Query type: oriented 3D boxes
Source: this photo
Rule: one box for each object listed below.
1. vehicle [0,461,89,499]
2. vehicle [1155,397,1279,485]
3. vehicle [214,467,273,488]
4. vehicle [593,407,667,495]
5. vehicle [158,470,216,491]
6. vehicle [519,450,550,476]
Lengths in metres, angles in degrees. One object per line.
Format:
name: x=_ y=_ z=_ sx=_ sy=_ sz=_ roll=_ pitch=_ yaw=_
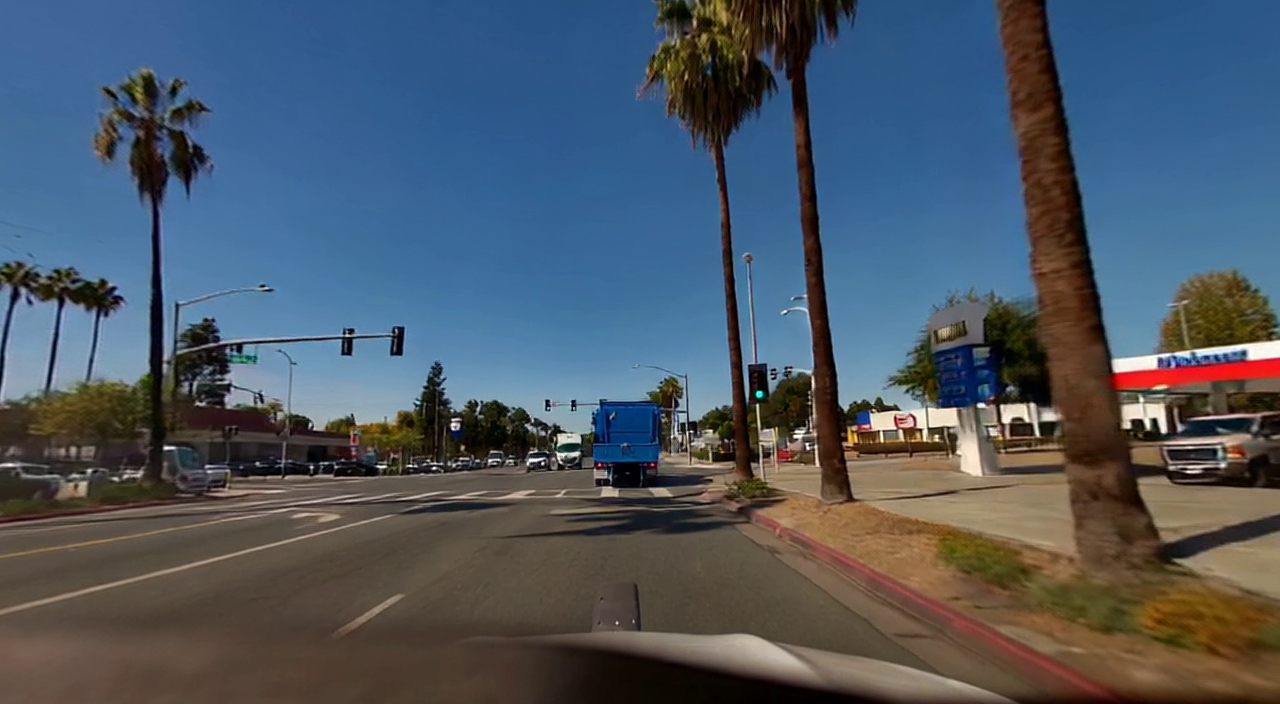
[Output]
vehicle: x=-28.173 y=5.772 z=28.675 sx=4.303 sy=1.567 sz=2.021 roll=5 pitch=-10 yaw=-29
vehicle: x=15.782 y=2.297 z=16.249 sx=5.078 sy=1.937 sz=2.326 roll=6 pitch=-10 yaw=-33
vehicle: x=-31.029 y=9.813 z=49.618 sx=1.766 sy=1.428 sz=4.337 roll=0 pitch=-8 yaw=1
vehicle: x=-0.221 y=3.795 z=24.528 sx=2.463 sy=2.954 sz=5.938 roll=0 pitch=-8 yaw=3
vehicle: x=-35.736 y=10.126 z=49.925 sx=1.834 sy=1.383 sz=3.707 roll=0 pitch=-8 yaw=0
vehicle: x=-7.519 y=7.863 z=45.021 sx=1.997 sy=1.679 sz=4.263 roll=1 pitch=-9 yaw=-9
